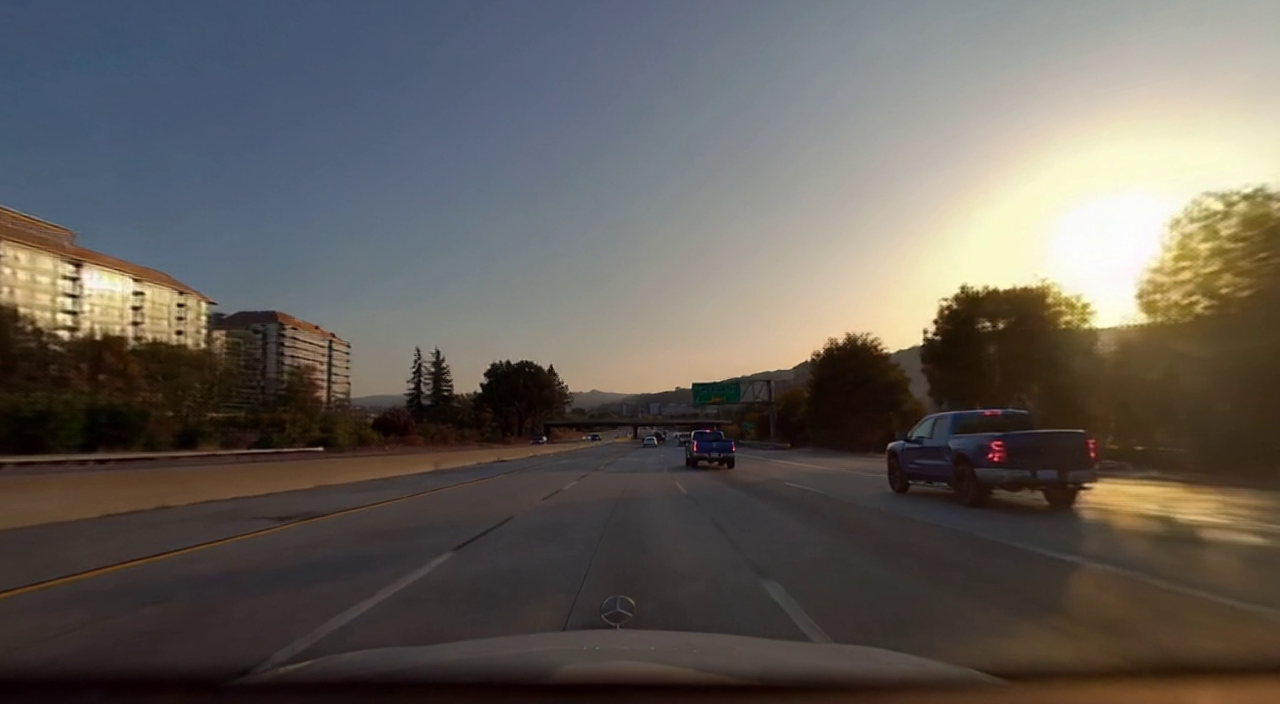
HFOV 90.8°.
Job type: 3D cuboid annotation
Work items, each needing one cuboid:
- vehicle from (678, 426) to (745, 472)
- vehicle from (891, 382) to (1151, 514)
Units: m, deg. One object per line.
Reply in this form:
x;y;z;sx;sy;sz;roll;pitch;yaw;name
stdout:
3.243;4.570;29.785;2.462;1.984;4.718;0;-9;-2;vehicle
7.684;2.054;13.691;2.158;2.268;5.396;0;-9;-1;vehicle
